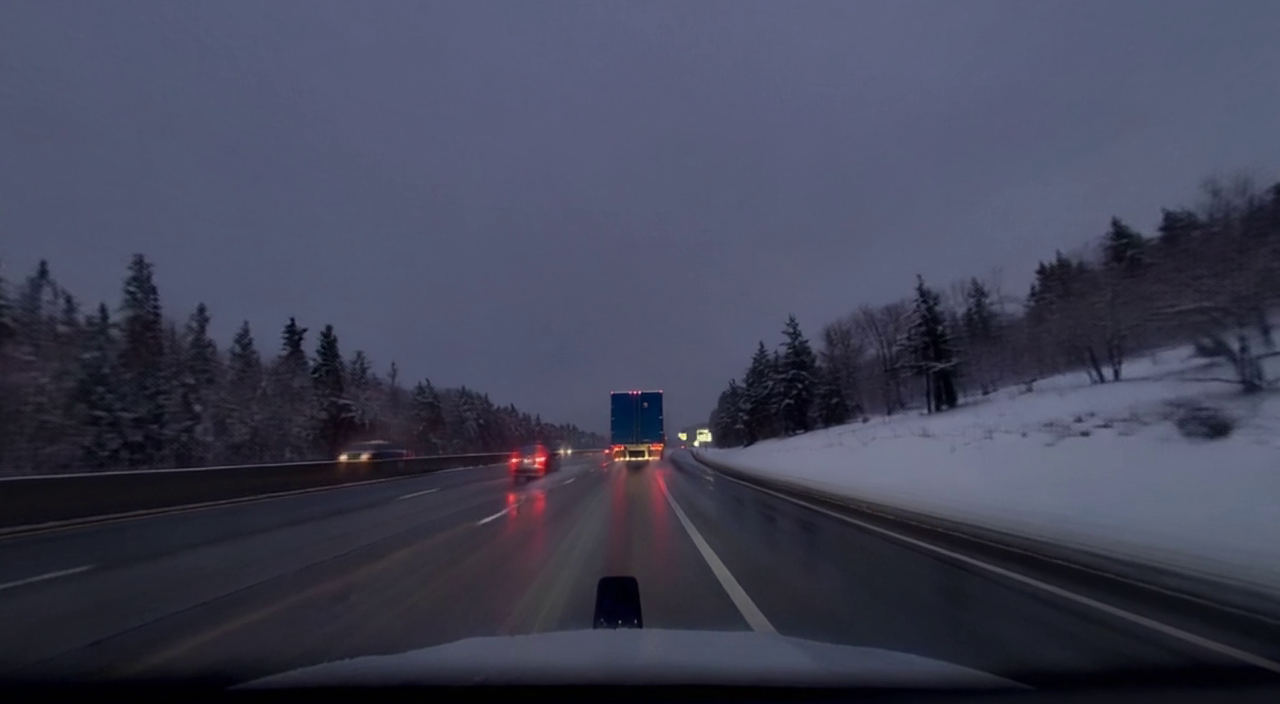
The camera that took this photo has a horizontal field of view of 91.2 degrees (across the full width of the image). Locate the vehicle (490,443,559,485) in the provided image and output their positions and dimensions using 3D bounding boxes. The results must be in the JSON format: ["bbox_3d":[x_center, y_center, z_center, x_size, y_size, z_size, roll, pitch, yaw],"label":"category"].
[{"bbox_3d":[-4.434,4.347,24.630,1.895,1.500,3.808,0,-9,1],"label":"vehicle"}]

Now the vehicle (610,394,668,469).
[{"bbox_3d":[-0.021,5.194,39.902,3.123,4.094,10.812,0,-9,0],"label":"vehicle"}]
